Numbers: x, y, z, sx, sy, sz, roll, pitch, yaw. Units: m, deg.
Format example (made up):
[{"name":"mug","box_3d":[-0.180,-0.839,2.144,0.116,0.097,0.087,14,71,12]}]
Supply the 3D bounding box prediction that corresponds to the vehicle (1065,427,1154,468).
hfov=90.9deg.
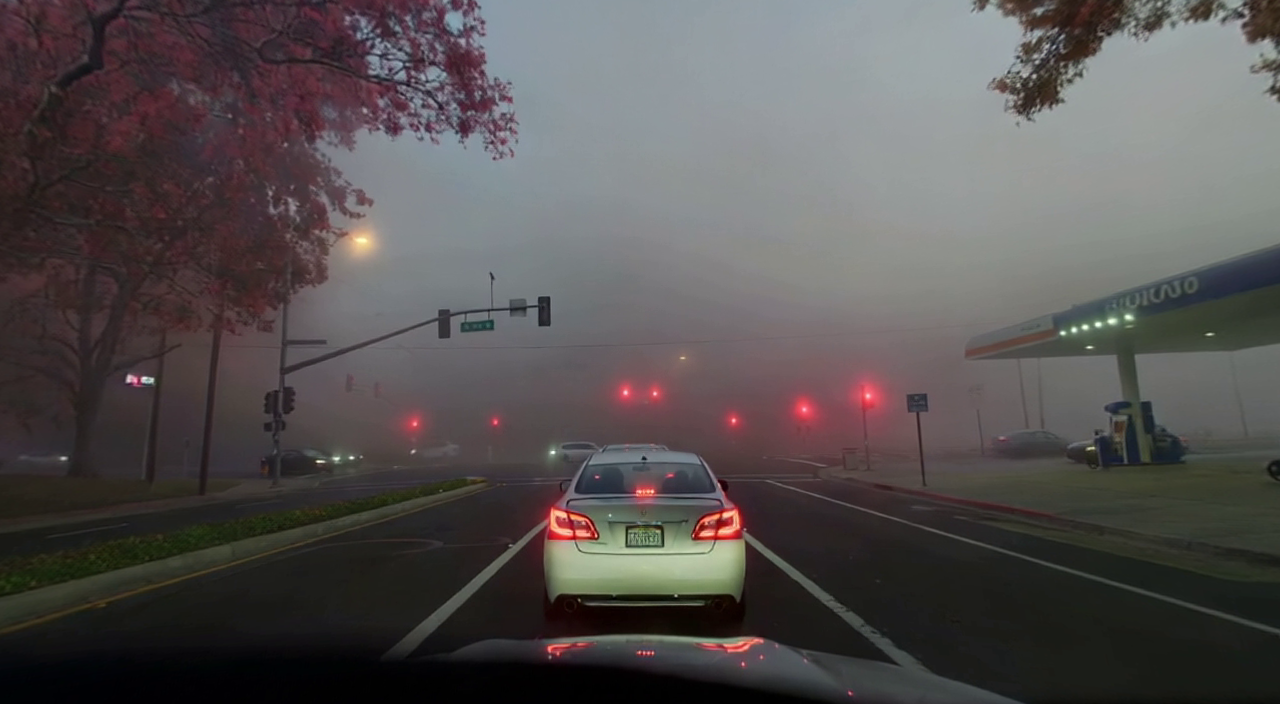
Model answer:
[{"name":"vehicle","box_3d":[18.588,3.755,24.888,4.091,1.495,2.053,8,-12,-44]}]

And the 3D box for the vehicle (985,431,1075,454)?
[{"name":"vehicle","box_3d":[26.591,6.198,43.085,4.813,1.455,1.889,-1,-8,3]}]

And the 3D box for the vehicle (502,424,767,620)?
[{"name":"vehicle","box_3d":[-0.043,1.598,6.902,2.010,1.482,4.057,0,-8,0]}]
